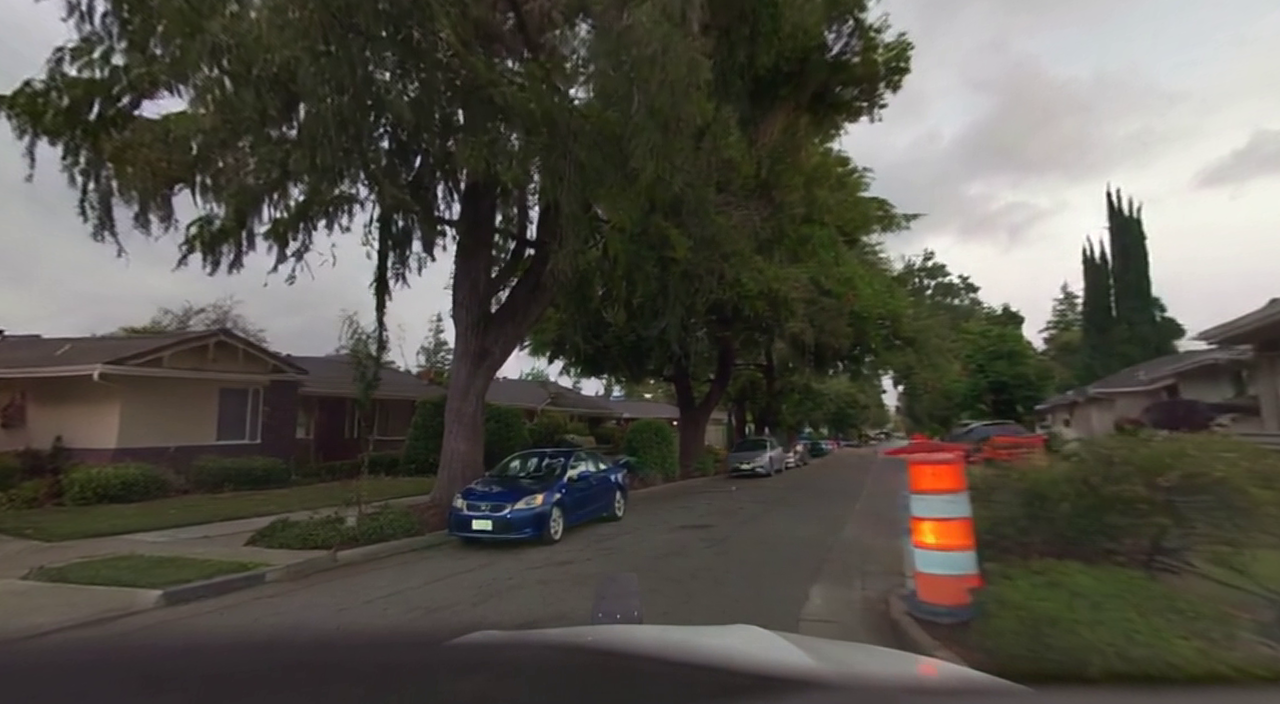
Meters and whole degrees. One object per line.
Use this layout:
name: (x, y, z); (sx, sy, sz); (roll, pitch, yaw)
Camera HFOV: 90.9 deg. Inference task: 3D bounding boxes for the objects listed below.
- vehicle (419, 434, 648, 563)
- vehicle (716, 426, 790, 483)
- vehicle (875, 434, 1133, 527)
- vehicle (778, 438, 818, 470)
vehicle: (-1.504, 2.238, 10.640); (1.899, 1.524, 4.082); (0, -6, 22)
vehicle: (4.837, 4.152, 26.263); (2.042, 1.937, 4.960); (0, -5, 22)
vehicle: (6.597, 2.225, 11.492); (4.070, 1.436, 1.827); (3, -8, -21)
vehicle: (9.175, 5.825, 36.318); (1.765, 1.493, 4.130); (0, -6, 21)
